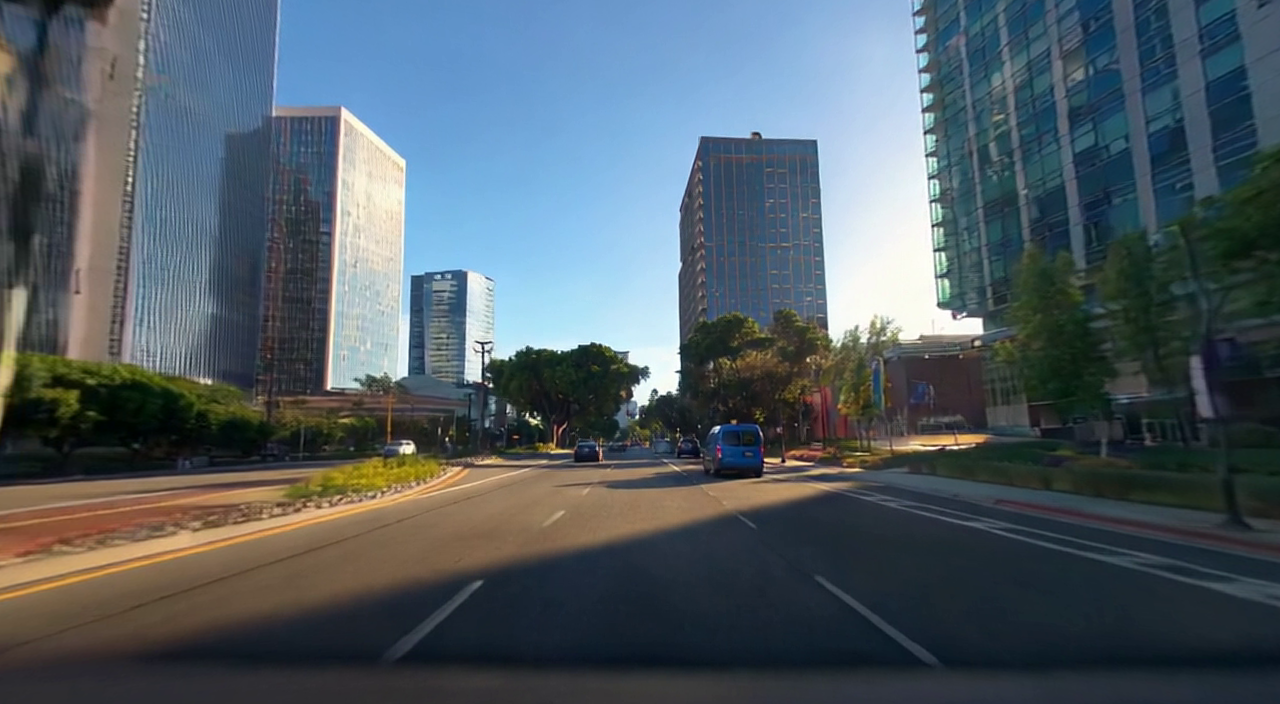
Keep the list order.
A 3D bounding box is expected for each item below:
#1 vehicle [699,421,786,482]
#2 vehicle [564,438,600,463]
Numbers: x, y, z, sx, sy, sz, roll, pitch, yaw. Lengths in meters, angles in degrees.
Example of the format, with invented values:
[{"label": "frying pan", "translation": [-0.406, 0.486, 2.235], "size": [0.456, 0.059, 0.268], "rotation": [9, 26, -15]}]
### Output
[{"label": "vehicle", "translation": [3.490, 3.537, 22.538], "size": [2.200, 1.914, 5.145], "rotation": [0, -8, 0]}, {"label": "vehicle", "translation": [-3.610, 6.214, 39.791], "size": [1.864, 1.464, 4.195], "rotation": [0, -8, 1]}]
